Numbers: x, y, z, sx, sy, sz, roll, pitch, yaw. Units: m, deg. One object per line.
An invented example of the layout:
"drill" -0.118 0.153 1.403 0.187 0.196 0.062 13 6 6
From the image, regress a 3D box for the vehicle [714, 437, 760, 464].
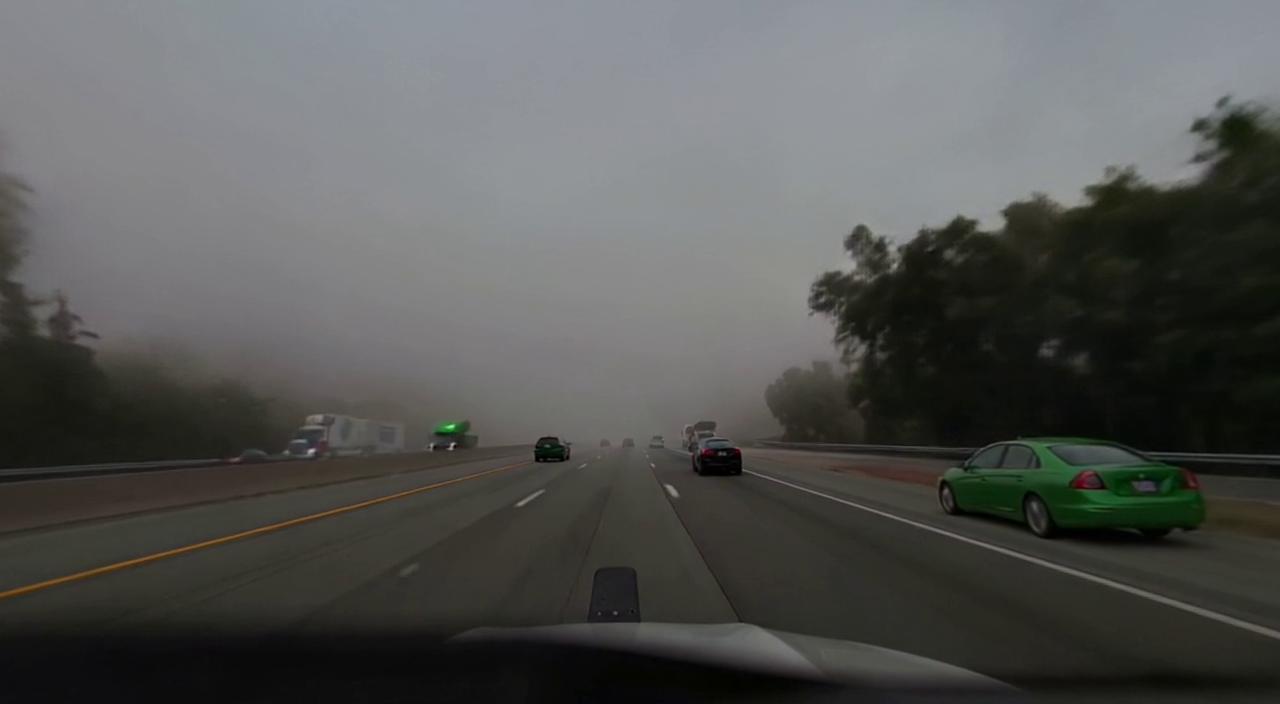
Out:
"vehicle" 5.489 5.617 36.020 1.920 1.436 3.890 0 -8 -2

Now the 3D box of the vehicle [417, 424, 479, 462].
"vehicle" -14.007 6.666 46.527 2.436 2.595 7.097 0 -8 -1

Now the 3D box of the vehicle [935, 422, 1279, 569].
"vehicle" 6.110 1.753 8.613 2.028 1.488 4.236 0 -8 -1

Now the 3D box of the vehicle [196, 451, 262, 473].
"vehicle" -31.291 8.391 48.111 1.788 1.438 4.427 -2 -7 6

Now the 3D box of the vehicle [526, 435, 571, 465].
"vehicle" -5.058 5.450 35.293 1.966 1.570 3.859 0 -8 -1
